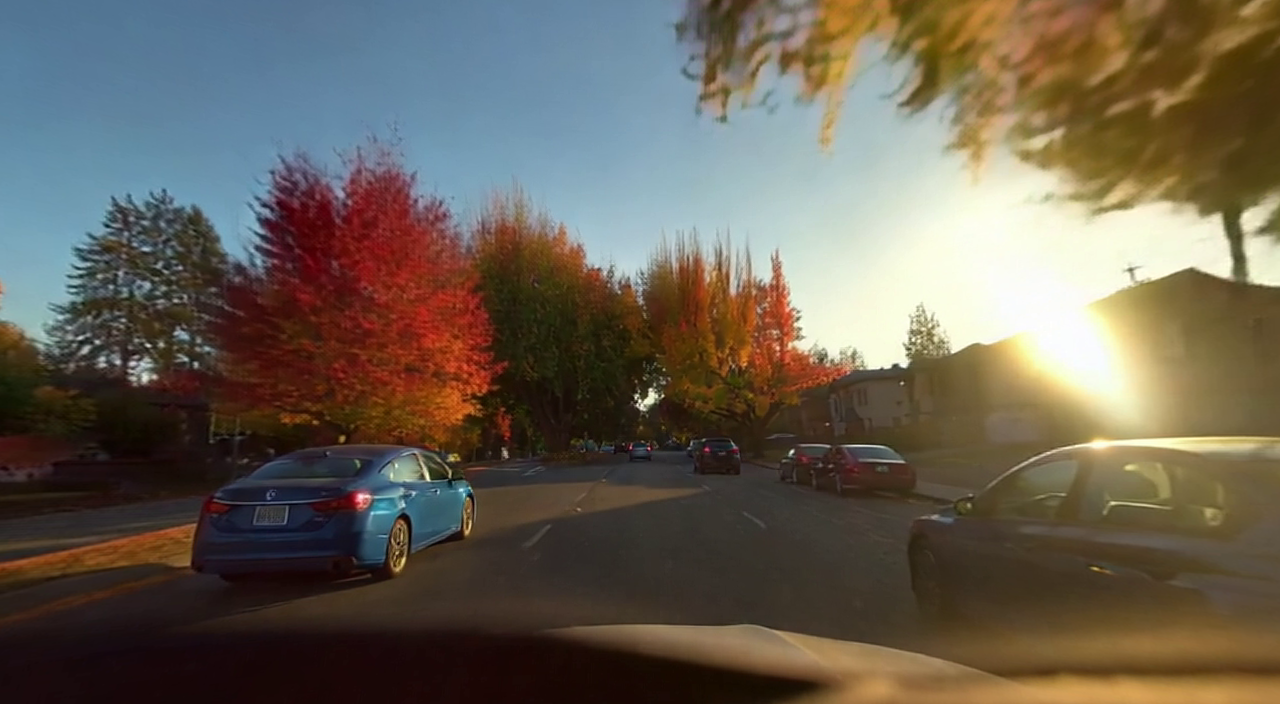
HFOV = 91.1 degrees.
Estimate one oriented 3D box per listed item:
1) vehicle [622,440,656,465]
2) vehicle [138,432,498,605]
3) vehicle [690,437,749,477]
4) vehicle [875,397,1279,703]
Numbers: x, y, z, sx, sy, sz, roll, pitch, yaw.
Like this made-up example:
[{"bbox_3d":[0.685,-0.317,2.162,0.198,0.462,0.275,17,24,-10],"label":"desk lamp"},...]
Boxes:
[{"bbox_3d":[-0.069,7.070,44.461,2.293,1.662,4.262,0,-8,1],"label":"vehicle"},{"bbox_3d":[-3.316,1.779,7.769,1.997,1.479,4.547,0,-8,1],"label":"vehicle"},{"bbox_3d":[3.548,4.768,28.849,2.019,1.675,4.488,0,-8,-1],"label":"vehicle"},{"bbox_3d":[3.237,1.113,3.603,2.060,1.474,4.475,0,-8,0],"label":"vehicle"}]
